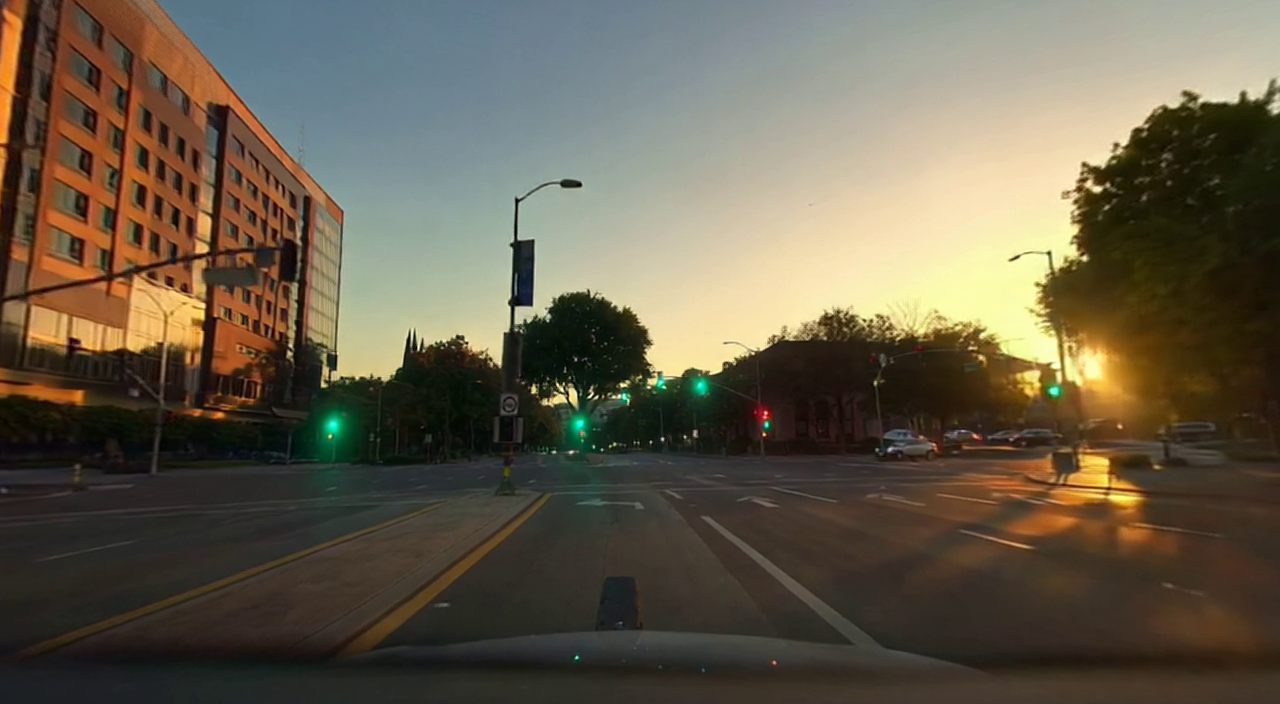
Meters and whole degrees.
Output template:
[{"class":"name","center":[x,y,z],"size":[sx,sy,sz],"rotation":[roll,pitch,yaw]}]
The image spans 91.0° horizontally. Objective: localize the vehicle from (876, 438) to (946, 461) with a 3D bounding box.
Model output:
[{"class":"vehicle","center":[20.491,7.347,47.540],"size":[4.769,1.634,1.884],"rotation":[3,-9,-21]}]
